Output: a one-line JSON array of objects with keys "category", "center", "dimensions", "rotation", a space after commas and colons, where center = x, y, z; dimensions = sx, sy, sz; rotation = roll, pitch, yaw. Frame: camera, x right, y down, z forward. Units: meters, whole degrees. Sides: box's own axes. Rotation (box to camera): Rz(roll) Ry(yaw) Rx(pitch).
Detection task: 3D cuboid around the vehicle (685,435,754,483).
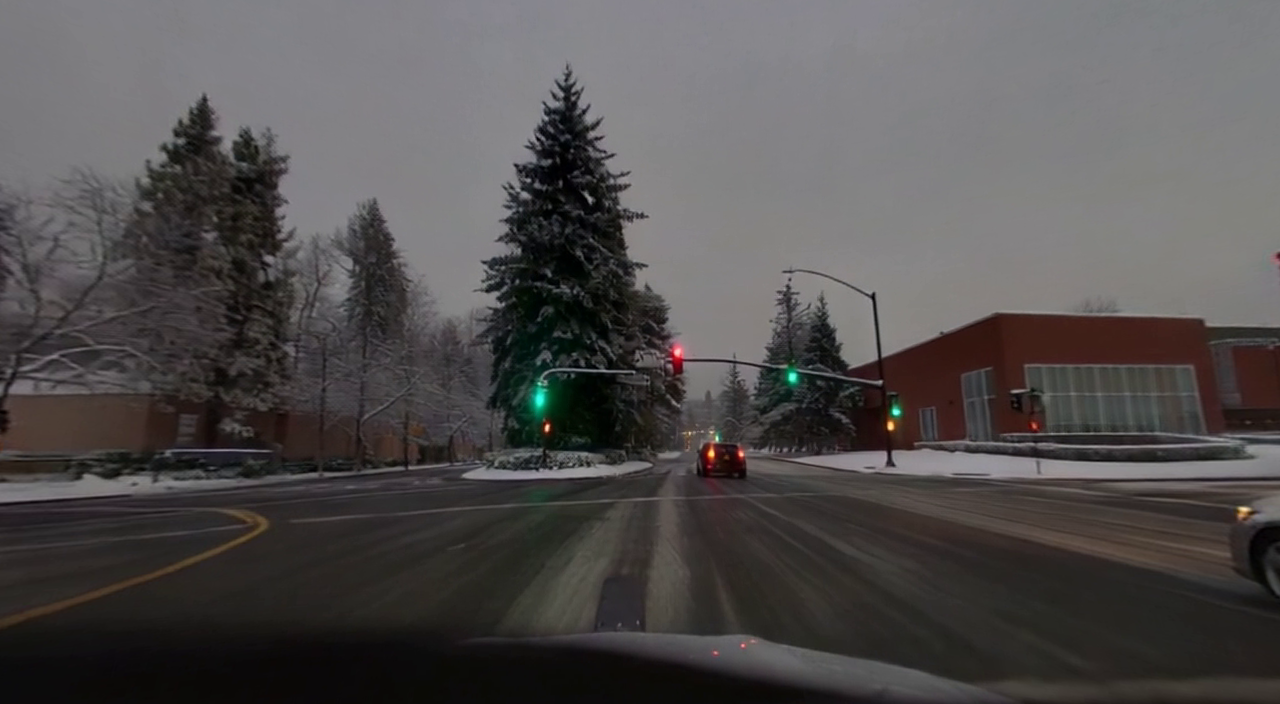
[{"category": "vehicle", "center": [3.192, 4.404, 26.285], "dimensions": [2.095, 1.759, 4.862], "rotation": [0, -9, -2]}]
